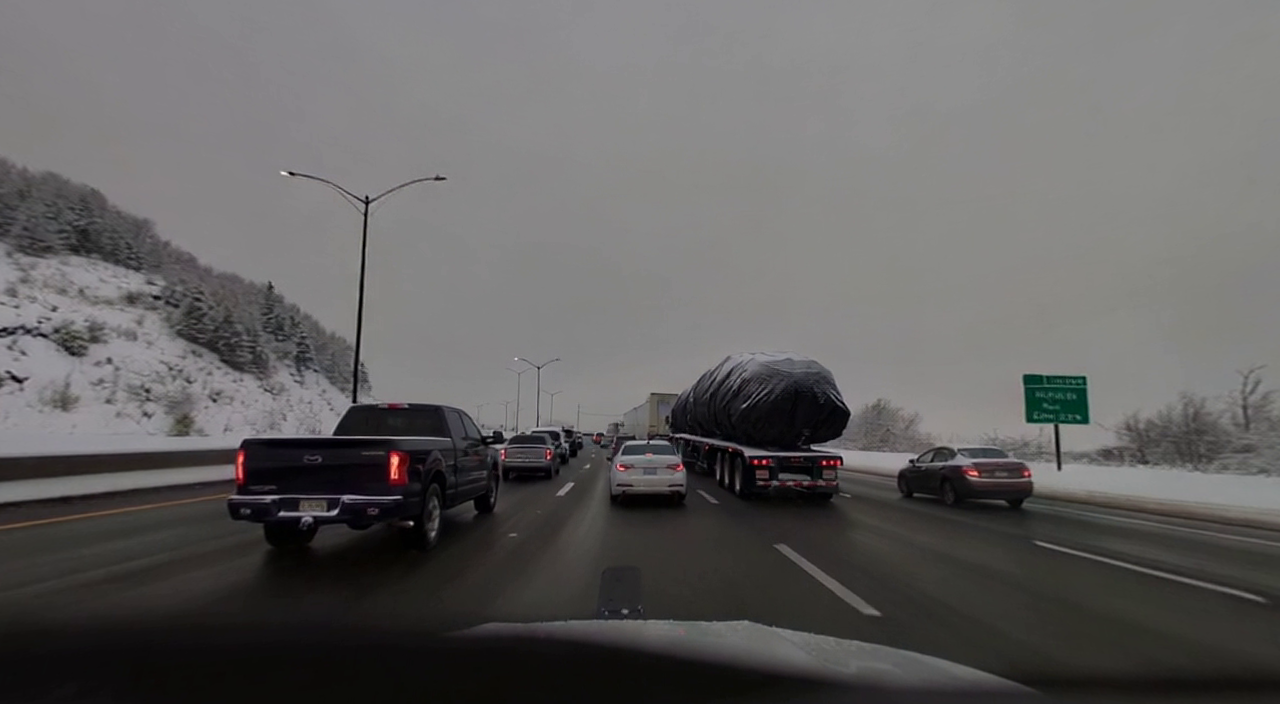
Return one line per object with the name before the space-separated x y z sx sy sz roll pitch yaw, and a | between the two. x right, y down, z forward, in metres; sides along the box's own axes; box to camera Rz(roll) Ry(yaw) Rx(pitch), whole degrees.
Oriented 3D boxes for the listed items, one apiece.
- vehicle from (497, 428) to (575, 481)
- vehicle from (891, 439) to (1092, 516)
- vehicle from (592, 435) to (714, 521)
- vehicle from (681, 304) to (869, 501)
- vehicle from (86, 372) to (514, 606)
vehicle | -3.833 3.910 24.324 2.348 1.821 5.061 0 -8 -2
vehicle | 7.750 2.762 14.510 2.092 1.495 4.194 0 -8 -2
vehicle | 0.171 2.467 12.962 2.105 1.471 3.978 0 -8 -2
vehicle | 3.153 1.791 18.598 2.759 4.098 10.906 0 -8 -2
vehicle | -3.304 1.492 7.877 2.318 1.902 5.374 0 -8 0
